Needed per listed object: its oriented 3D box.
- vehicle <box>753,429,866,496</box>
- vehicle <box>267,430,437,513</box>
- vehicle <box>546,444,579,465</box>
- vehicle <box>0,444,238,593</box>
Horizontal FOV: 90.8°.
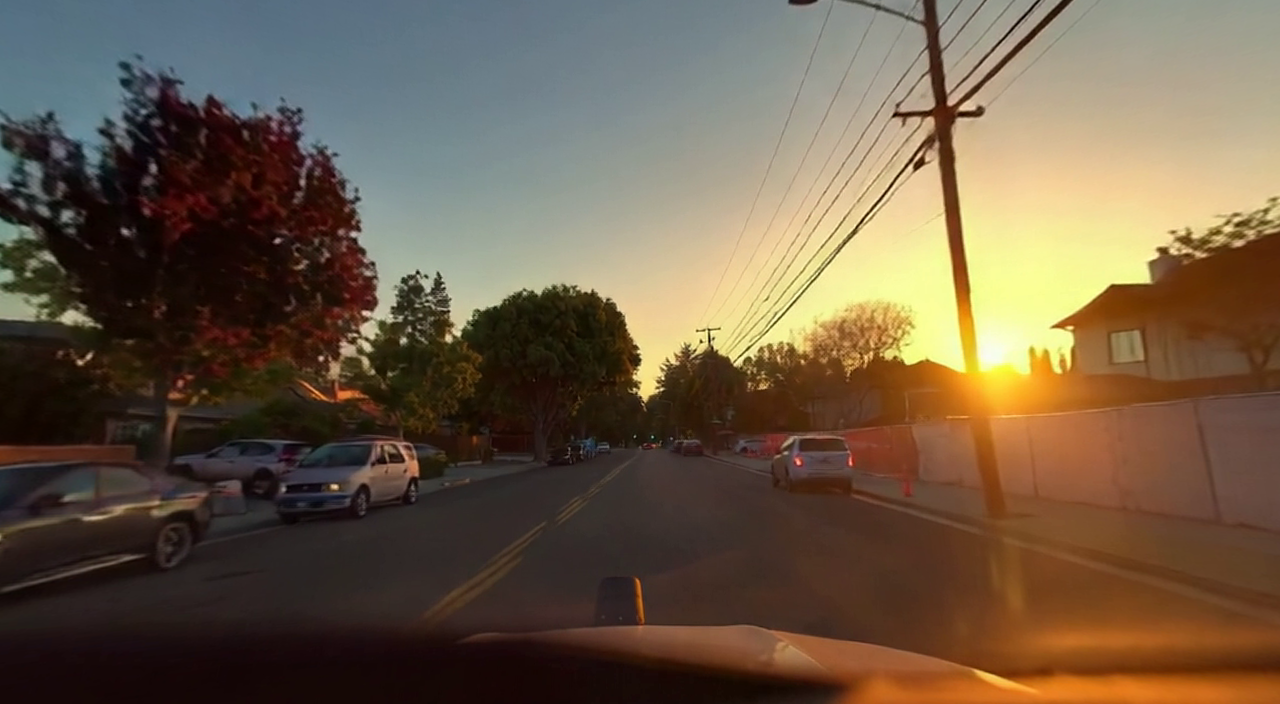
[{"bbox_3d":[4.437,2.966,17.284,1.902,1.542,4.099,-2,-8,0],"label":"vehicle"},{"bbox_3d":[-7.166,3.009,16.407,2.055,1.806,4.540,-1,-8,4],"label":"vehicle"},{"bbox_3d":[-5.964,7.993,49.310,1.771,1.512,4.281,-1,-9,4],"label":"vehicle"},{"bbox_3d":[-7.514,1.957,7.939,2.041,1.480,4.474,-2,-9,-1],"label":"vehicle"}]
